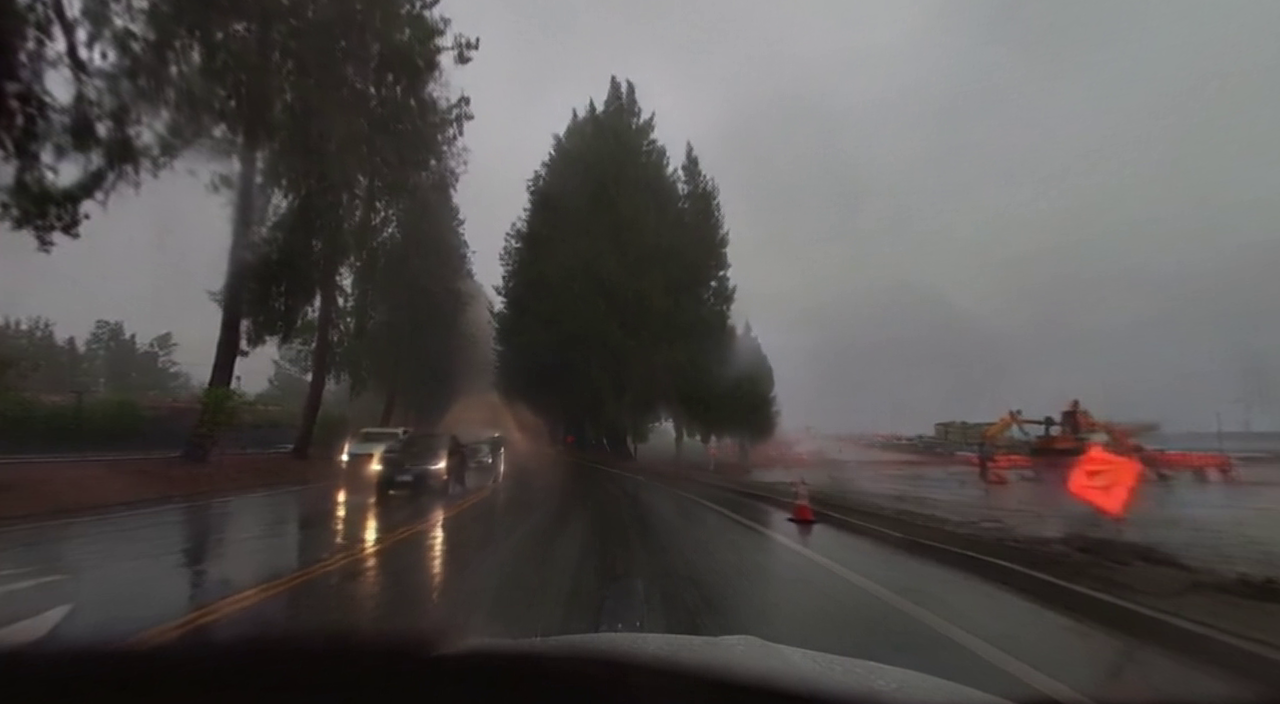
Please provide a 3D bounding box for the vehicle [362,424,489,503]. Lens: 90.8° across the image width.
[{"bbox_3d":[-5.767,3.025,17.676,2.193,1.885,4.474,0,-8,-4],"label":"vehicle"}]
